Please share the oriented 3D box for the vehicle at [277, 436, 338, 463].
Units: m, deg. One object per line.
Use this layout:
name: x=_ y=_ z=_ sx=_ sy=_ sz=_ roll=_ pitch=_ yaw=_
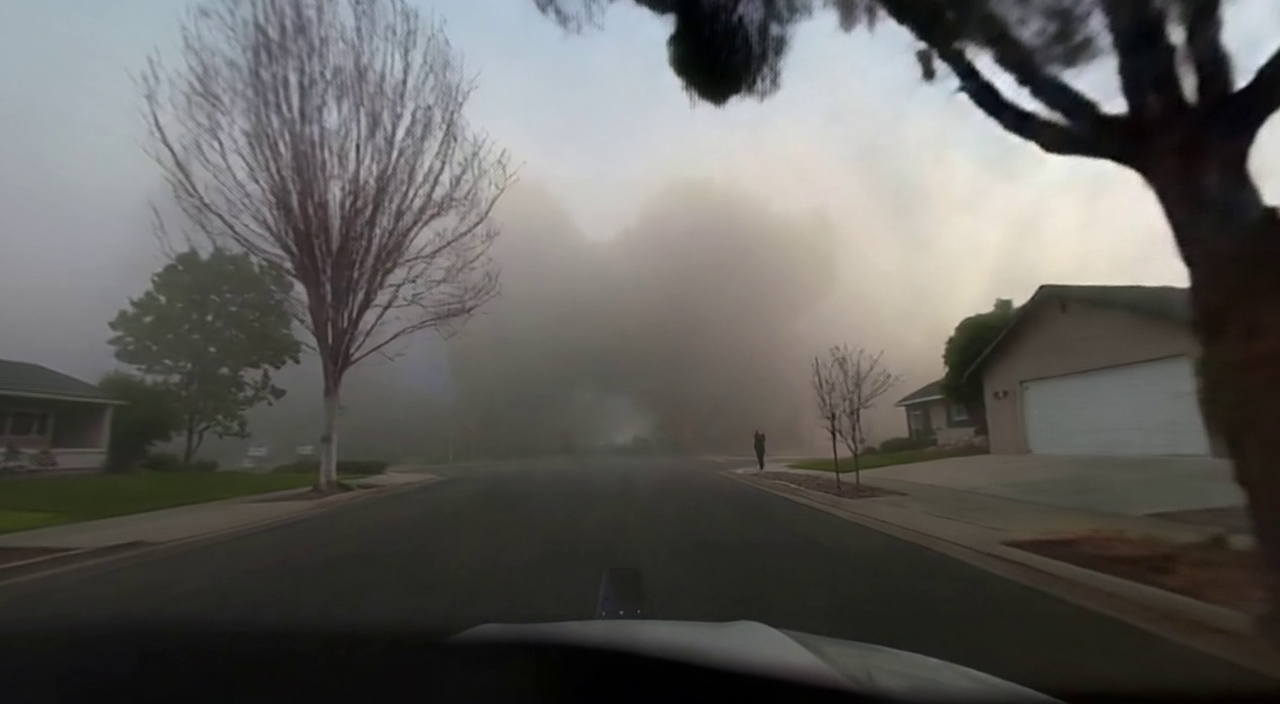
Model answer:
vehicle: x=-25.453 y=7.523 z=48.603 sx=2.004 sy=1.856 sz=4.934 roll=-3 pitch=-9 yaw=1
